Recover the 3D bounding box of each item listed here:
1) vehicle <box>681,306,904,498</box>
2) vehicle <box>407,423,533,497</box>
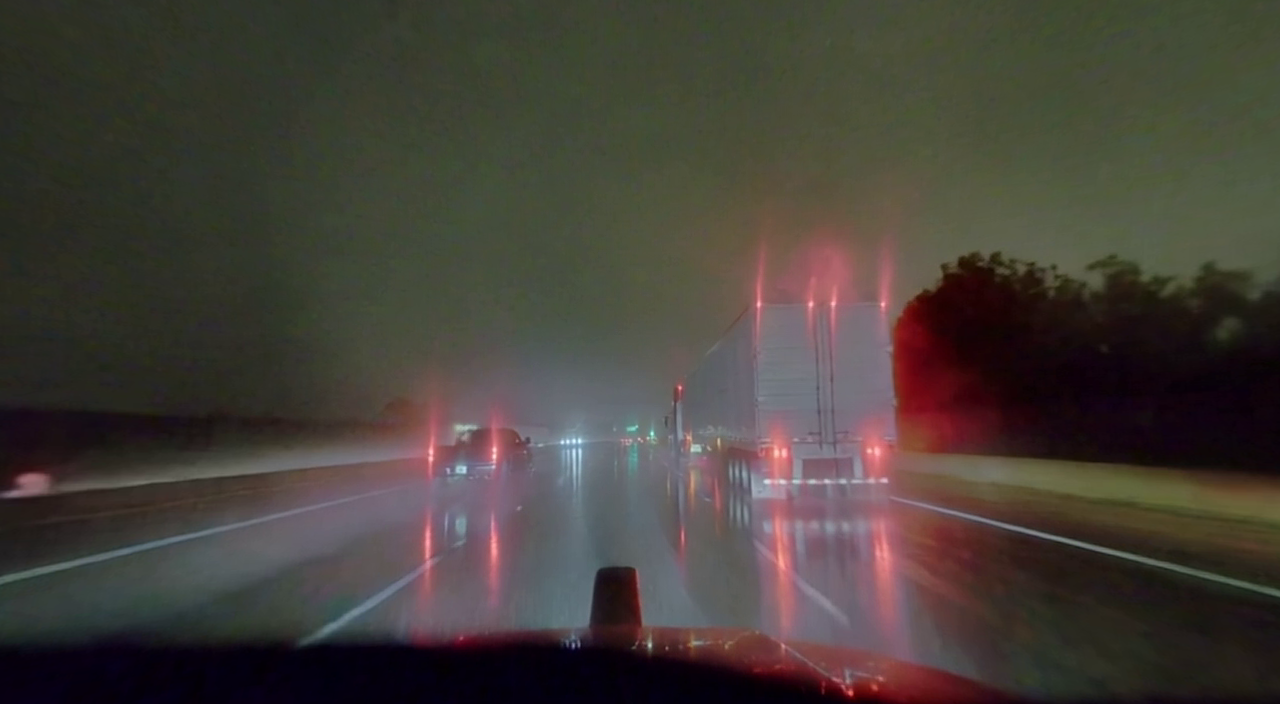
[{"bbox_3d":[3.844,2.255,22.422,3.144,4.168,17.594,0,-8,-2],"label":"vehicle"},{"bbox_3d":[-4.107,2.666,15.988,2.044,1.604,4.144,0,-8,0],"label":"vehicle"}]
